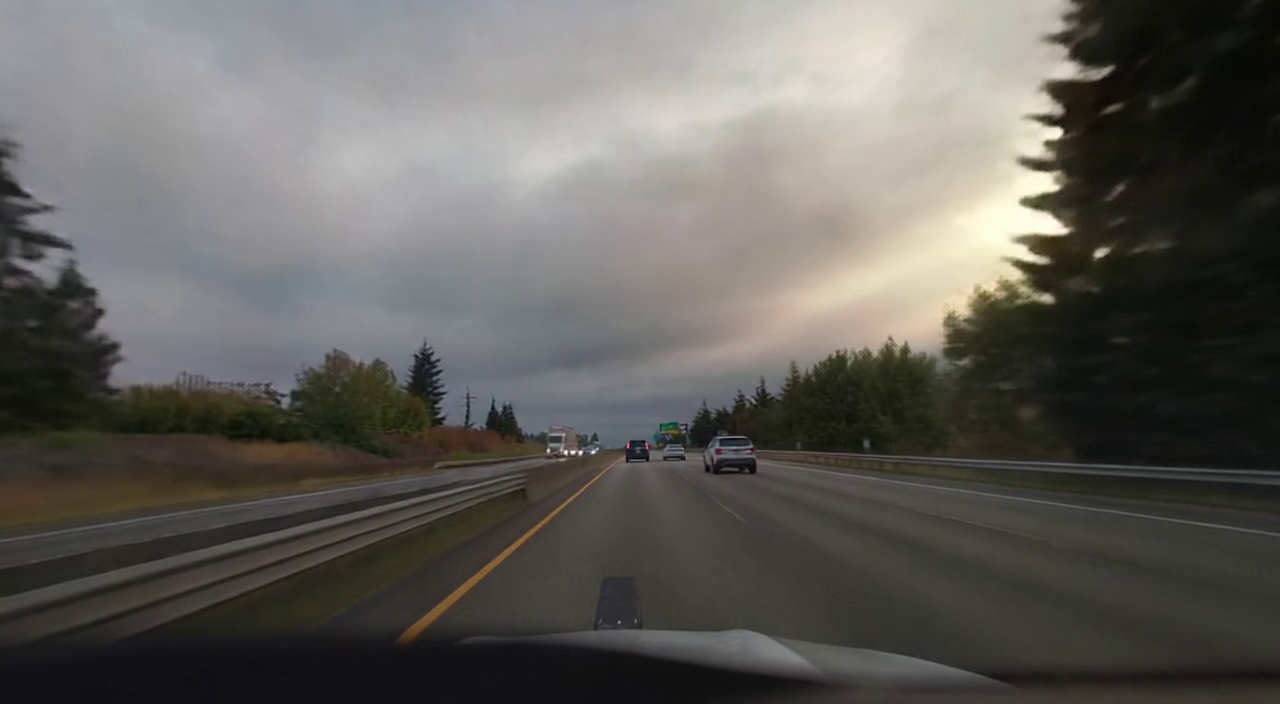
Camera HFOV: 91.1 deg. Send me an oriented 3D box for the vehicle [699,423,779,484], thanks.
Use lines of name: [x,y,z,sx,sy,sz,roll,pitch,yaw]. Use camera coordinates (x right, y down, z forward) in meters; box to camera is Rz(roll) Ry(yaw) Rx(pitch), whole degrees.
vehicle: [3.478,3.695,23.046,1.981,1.984,4.623,0,-9,-2]

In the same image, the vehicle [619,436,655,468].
vehicle: [-0.216,6.444,40.630,2.192,1.912,4.524,0,-9,-1]
